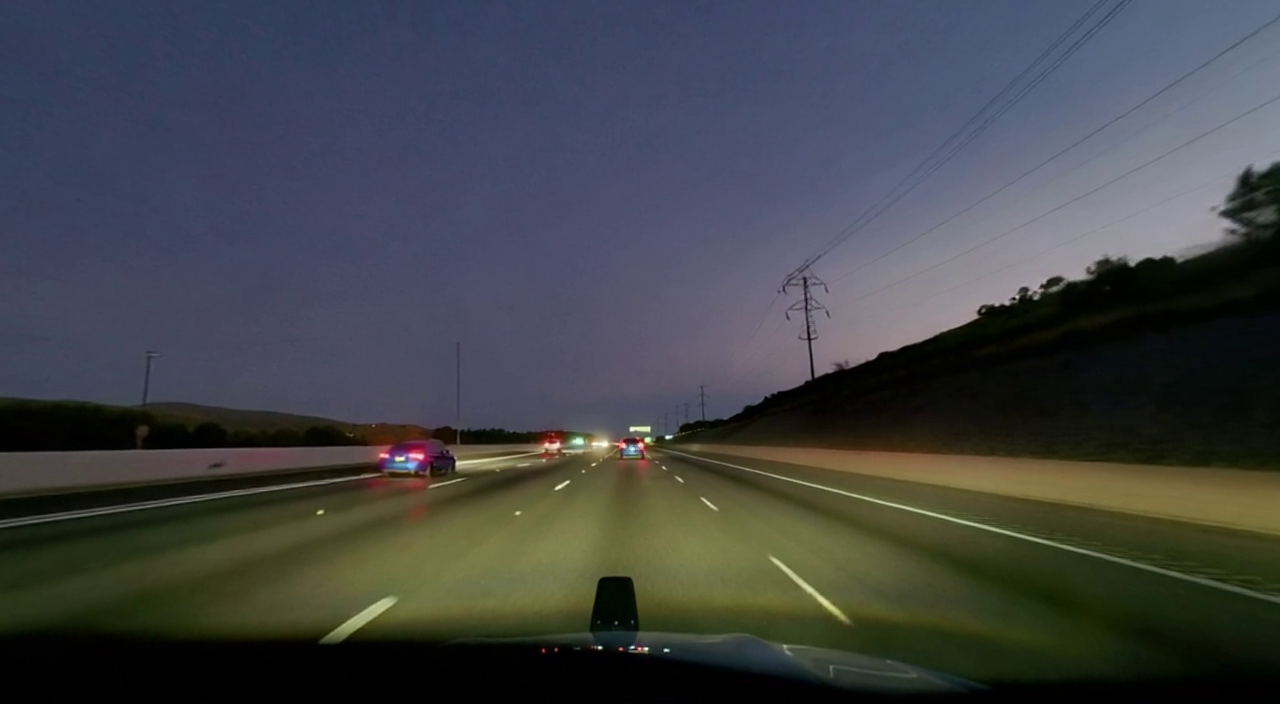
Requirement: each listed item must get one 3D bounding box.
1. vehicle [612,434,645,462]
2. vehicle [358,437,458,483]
[{"bbox_3d":[-0.761,6.272,41.172,2.040,1.715,3.906,0,-8,-1],"label":"vehicle"},{"bbox_3d":[-8.090,3.789,22.433,1.949,1.428,4.408,0,-8,-1],"label":"vehicle"}]
